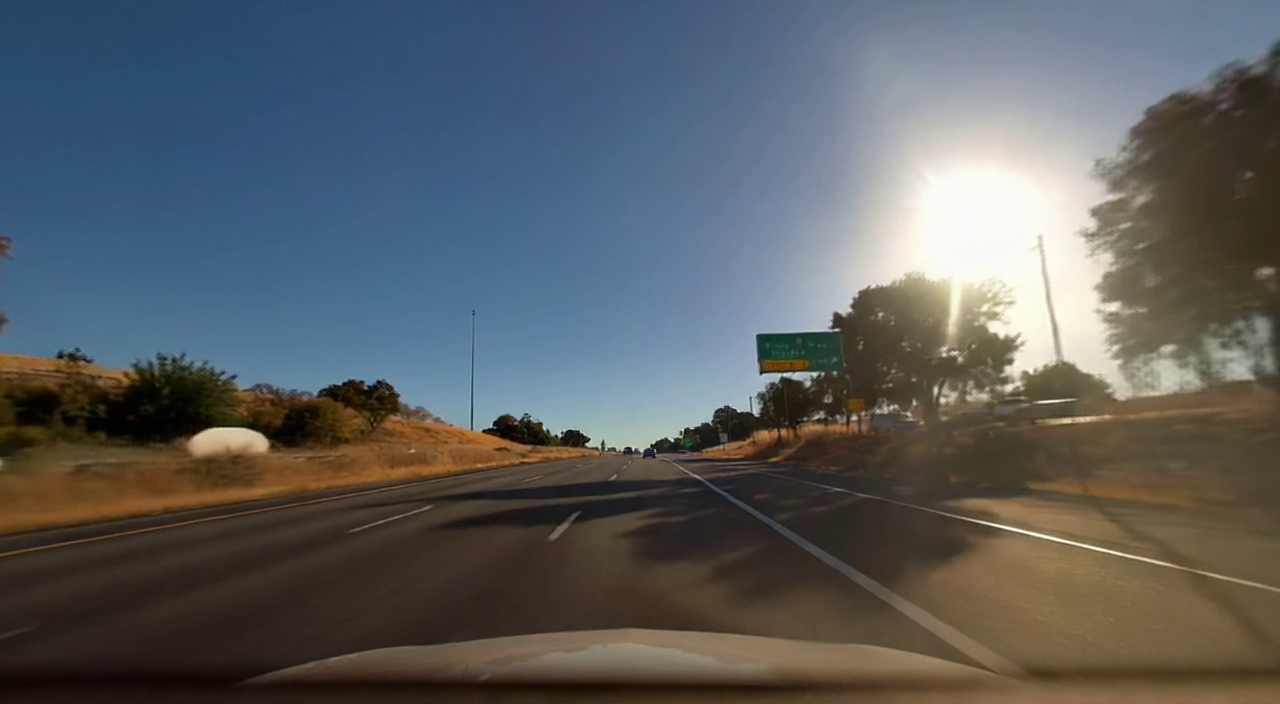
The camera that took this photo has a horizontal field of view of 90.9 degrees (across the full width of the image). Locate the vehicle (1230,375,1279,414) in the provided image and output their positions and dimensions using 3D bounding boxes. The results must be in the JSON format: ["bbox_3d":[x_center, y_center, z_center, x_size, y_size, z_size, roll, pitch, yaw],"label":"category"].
[{"bbox_3d":[29.491,2.000,29.187,3.925,1.582,1.823,4,-9,-28],"label":"vehicle"}]

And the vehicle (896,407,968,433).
[{"bbox_3d":[18.329,4.283,39.563,3.884,1.482,1.843,-5,-10,28],"label":"vehicle"}]

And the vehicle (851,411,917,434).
[{"bbox_3d":[18.229,5.314,47.095,4.366,1.571,1.844,-5,-9,27],"label":"vehicle"}]

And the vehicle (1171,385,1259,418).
[{"bbox_3d":[29.467,2.583,32.271,4.712,1.458,2.139,5,-10,-34],"label":"vehicle"}]

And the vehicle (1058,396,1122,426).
[{"bbox_3d":[33.217,4.418,46.481,5.028,1.973,2.201,6,-10,-36],"label":"vehicle"}]
